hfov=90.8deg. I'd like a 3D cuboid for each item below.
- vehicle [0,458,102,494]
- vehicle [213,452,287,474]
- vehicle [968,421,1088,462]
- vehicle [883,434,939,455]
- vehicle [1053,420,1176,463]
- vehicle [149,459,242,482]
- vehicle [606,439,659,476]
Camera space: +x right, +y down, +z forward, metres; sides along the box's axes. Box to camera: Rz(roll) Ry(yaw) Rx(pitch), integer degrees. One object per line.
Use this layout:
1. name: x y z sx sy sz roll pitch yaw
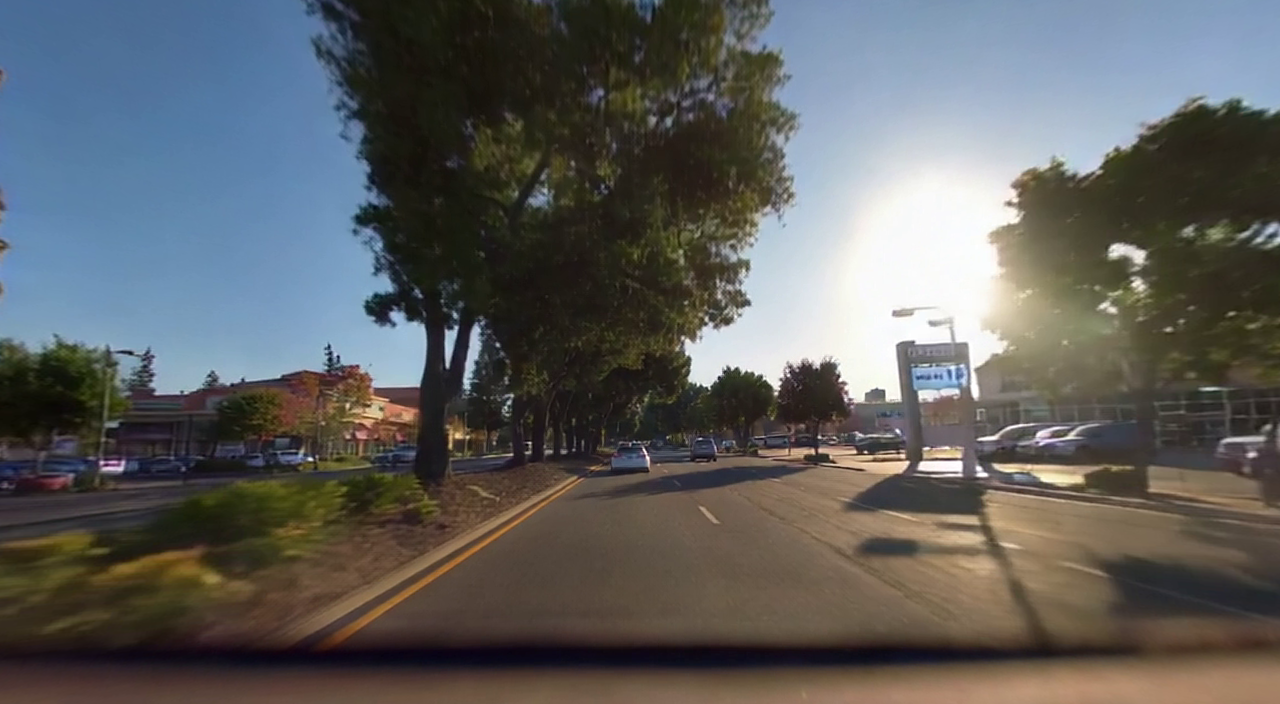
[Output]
1. vehicle: -29.842 6.117 31.287 4.360 1.606 1.978 1 -8 -5
2. vehicle: -30.396 8.675 49.288 4.486 1.610 2.020 -1 -8 3
3. vehicle: 20.646 4.826 34.090 2.356 2.005 6.308 0 -8 -1
4. vehicle: 21.134 7.244 49.483 2.136 1.603 4.534 0 -8 -4
5. vehicle: 23.961 4.570 32.263 2.126 1.971 5.619 -1 -9 3
6. vehicle: -30.668 8.171 43.686 4.820 1.477 2.105 0 -8 -1
7. vehicle: -0.281 4.531 27.467 2.126 1.475 3.967 0 -8 0
